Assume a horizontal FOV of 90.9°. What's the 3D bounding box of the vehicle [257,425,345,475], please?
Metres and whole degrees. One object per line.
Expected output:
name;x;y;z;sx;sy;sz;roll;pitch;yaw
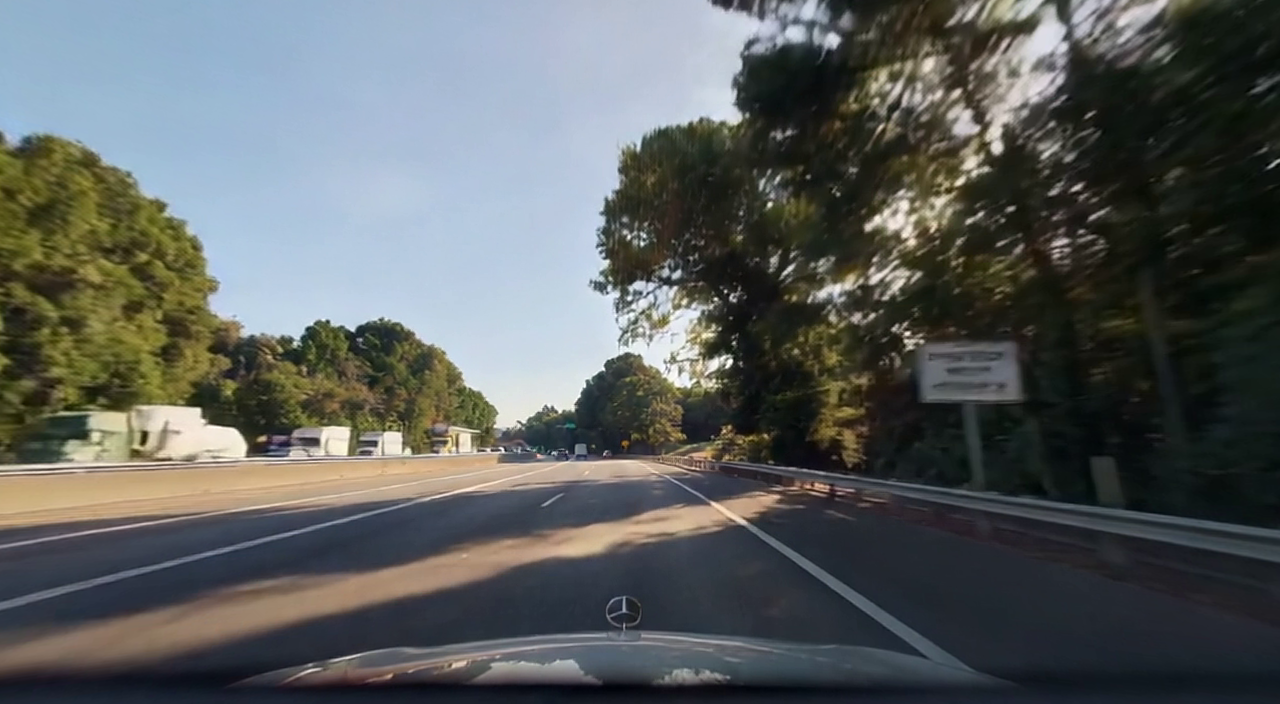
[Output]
vehicle;-20.911;6.112;39.266;2.249;2.817;5.913;0;-9;-1

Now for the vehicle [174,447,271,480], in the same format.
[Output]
vehicle;-21.013;5.625;31.992;1.949;1.539;4.422;0;-9;-1

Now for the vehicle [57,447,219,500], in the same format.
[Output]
vehicle;-16.183;3.913;20.672;1.842;1.521;4.264;0;-9;-1

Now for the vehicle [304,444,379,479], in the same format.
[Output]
vehicle;-16.099;5.908;34.253;1.962;1.714;4.445;-1;-9;-1

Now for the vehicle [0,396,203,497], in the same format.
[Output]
vehicle;-20.860;3.644;24.754;2.624;3.302;6.257;3;-8;1

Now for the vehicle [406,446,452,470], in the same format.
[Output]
vehicle;-15.861;7.988;47.595;1.953;1.662;4.536;0;-9;0
